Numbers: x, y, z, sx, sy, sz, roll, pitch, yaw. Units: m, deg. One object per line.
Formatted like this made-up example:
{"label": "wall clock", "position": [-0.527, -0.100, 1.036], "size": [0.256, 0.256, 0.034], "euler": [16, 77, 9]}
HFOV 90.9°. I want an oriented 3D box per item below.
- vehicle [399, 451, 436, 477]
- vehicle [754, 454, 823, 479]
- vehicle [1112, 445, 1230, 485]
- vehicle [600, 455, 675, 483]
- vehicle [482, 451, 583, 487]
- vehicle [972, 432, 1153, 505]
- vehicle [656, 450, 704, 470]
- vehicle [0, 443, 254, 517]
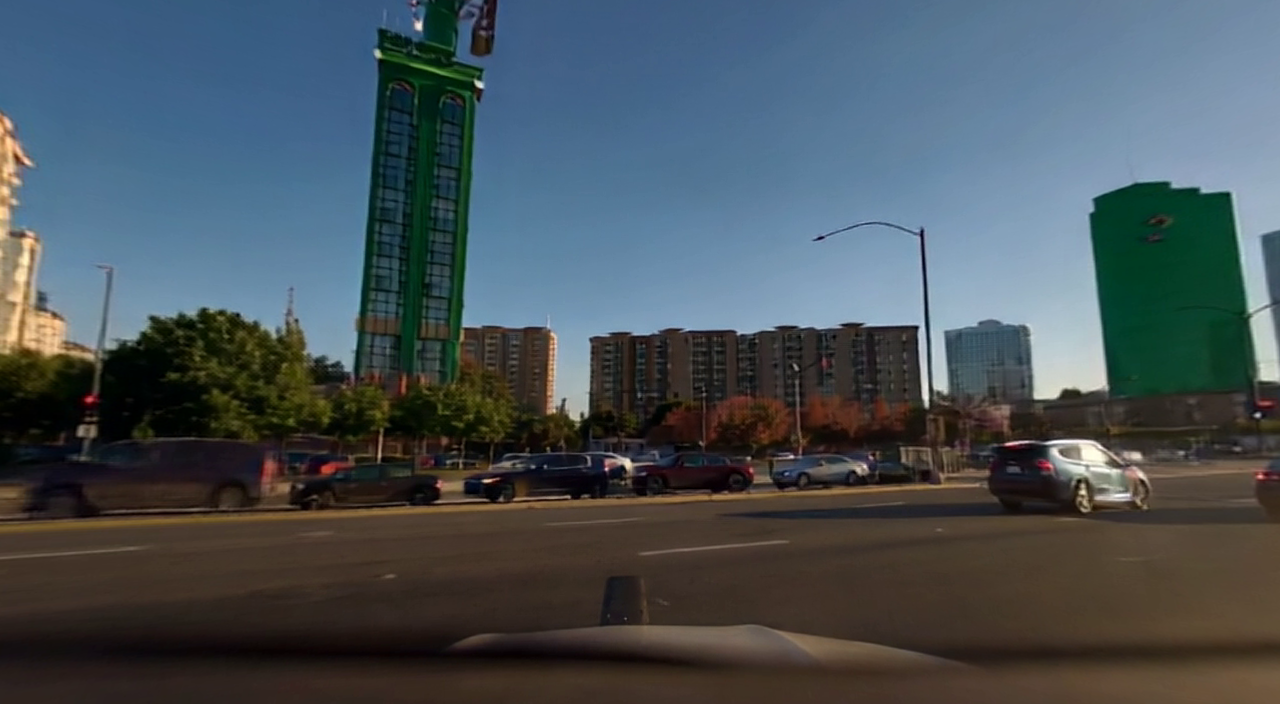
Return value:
{"label": "vehicle", "position": [-14.554, 7.263, 41.119], "size": [1.845, 1.509, 3.855], "euler": [4, -9, -25]}
{"label": "vehicle", "position": [10.486, 8.025, 44.453], "size": [4.604, 1.600, 1.875], "euler": [5, -10, -29]}
{"label": "vehicle", "position": [21.831, 4.581, 25.885], "size": [4.795, 1.465, 1.882], "euler": [4, -9, -27]}
{"label": "vehicle", "position": [-0.140, 7.084, 38.375], "size": [4.215, 1.575, 1.884], "euler": [5, -10, -30]}
{"label": "vehicle", "position": [-5.972, 6.452, 35.062], "size": [5.127, 1.803, 2.011], "euler": [4, -9, -27]}
{"label": "vehicle", "position": [11.139, 2.985, 16.614], "size": [4.284, 1.692, 2.031], "euler": [4, -9, -27]}
{"label": "vehicle", "position": [3.072, 8.437, 49.487], "size": [2.133, 1.494, 4.108], "euler": [4, -9, -24]}
{"label": "vehicle", "position": [-11.640, 2.760, 14.045], "size": [4.921, 1.453, 1.894], "euler": [4, -9, -26]}
